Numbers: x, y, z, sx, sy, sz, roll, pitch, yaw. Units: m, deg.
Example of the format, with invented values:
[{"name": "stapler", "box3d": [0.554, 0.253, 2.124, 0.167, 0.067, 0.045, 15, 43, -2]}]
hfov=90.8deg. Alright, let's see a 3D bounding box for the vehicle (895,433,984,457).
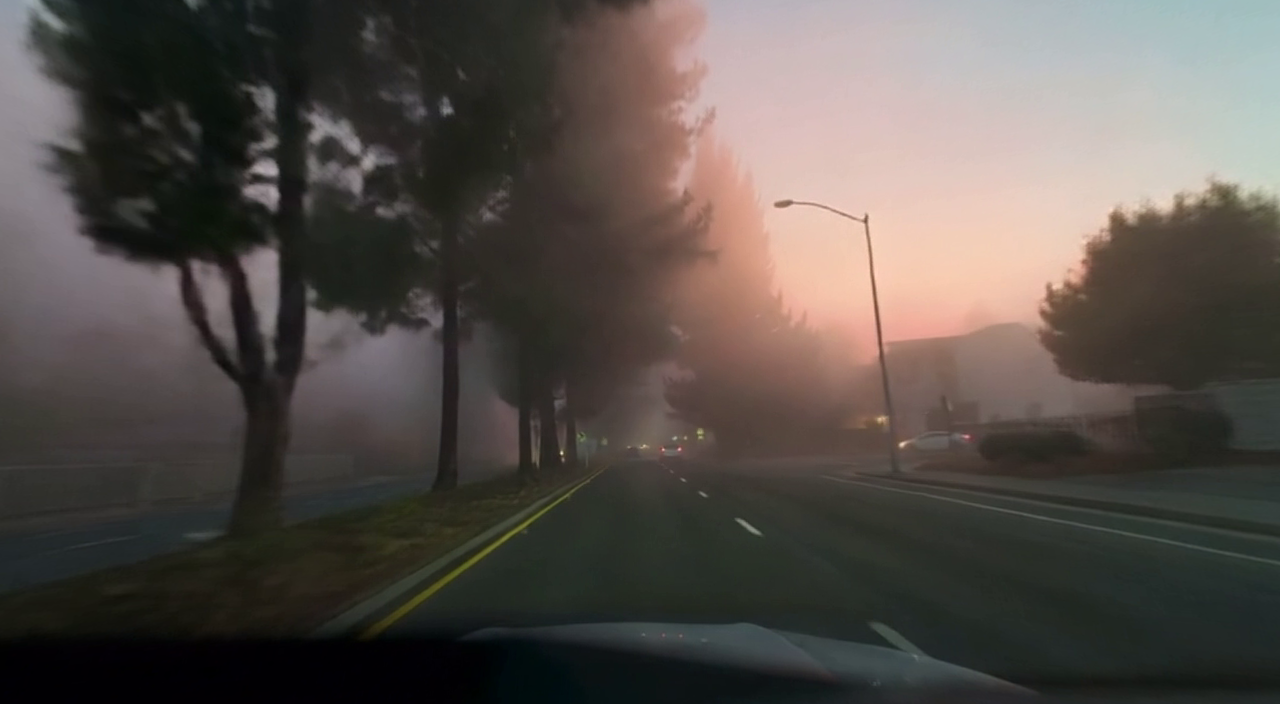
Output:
[{"name": "vehicle", "box3d": [18.782, 5.870, 39.769, 4.536, 1.453, 2.128, 0, -9, -2]}]
